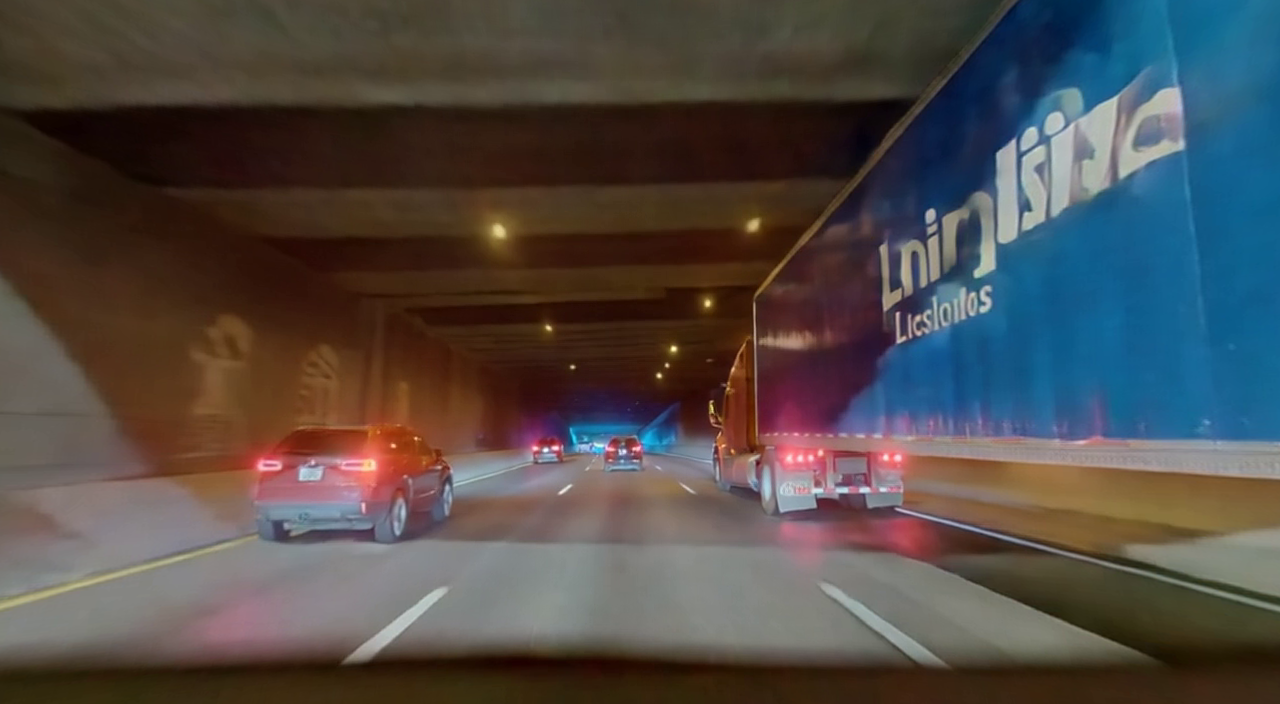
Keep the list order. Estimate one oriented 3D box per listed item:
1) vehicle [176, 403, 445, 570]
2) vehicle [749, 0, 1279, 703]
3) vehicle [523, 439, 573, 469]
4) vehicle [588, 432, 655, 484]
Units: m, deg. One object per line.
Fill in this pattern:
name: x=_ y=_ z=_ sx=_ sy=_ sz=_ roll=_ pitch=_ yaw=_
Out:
vehicle: x=-3.829 y=1.583 z=7.955 sx=1.826 sy=1.695 sz=2.870 roll=0 pitch=-8 yaw=-1
vehicle: x=3.840 y=0.147 z=5.968 sx=2.842 sy=4.108 sz=14.081 roll=0 pitch=-8 yaw=-1
vehicle: x=-4.652 y=5.240 z=32.583 sx=2.019 sy=1.435 sz=4.317 roll=0 pitch=-8 yaw=-1
vehicle: x=-0.607 y=3.620 z=21.762 sx=2.094 sy=1.600 sz=3.666 roll=0 pitch=-8 yaw=-1
